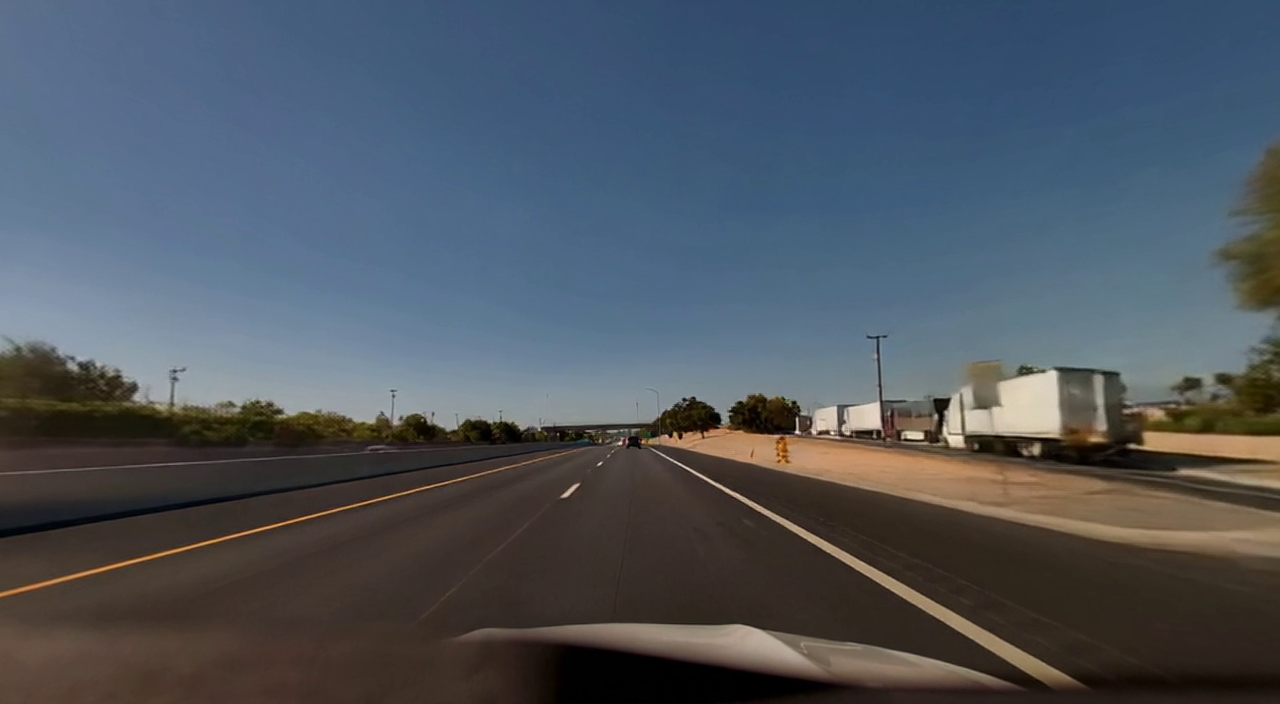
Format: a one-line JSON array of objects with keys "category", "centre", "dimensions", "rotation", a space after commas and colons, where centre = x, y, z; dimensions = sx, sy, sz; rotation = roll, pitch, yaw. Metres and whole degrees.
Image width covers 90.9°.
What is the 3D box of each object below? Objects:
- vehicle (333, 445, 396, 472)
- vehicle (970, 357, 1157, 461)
[{"category": "vehicle", "centre": [-16.392, 6.329, 37.772], "dimensions": [1.792, 1.439, 4.421], "rotation": [0, -8, 0]}, {"category": "vehicle", "centre": [20.233, 3.170, 31.716], "dimensions": [3.187, 4.063, 13.741], "rotation": [-2, -8, 14]}]
